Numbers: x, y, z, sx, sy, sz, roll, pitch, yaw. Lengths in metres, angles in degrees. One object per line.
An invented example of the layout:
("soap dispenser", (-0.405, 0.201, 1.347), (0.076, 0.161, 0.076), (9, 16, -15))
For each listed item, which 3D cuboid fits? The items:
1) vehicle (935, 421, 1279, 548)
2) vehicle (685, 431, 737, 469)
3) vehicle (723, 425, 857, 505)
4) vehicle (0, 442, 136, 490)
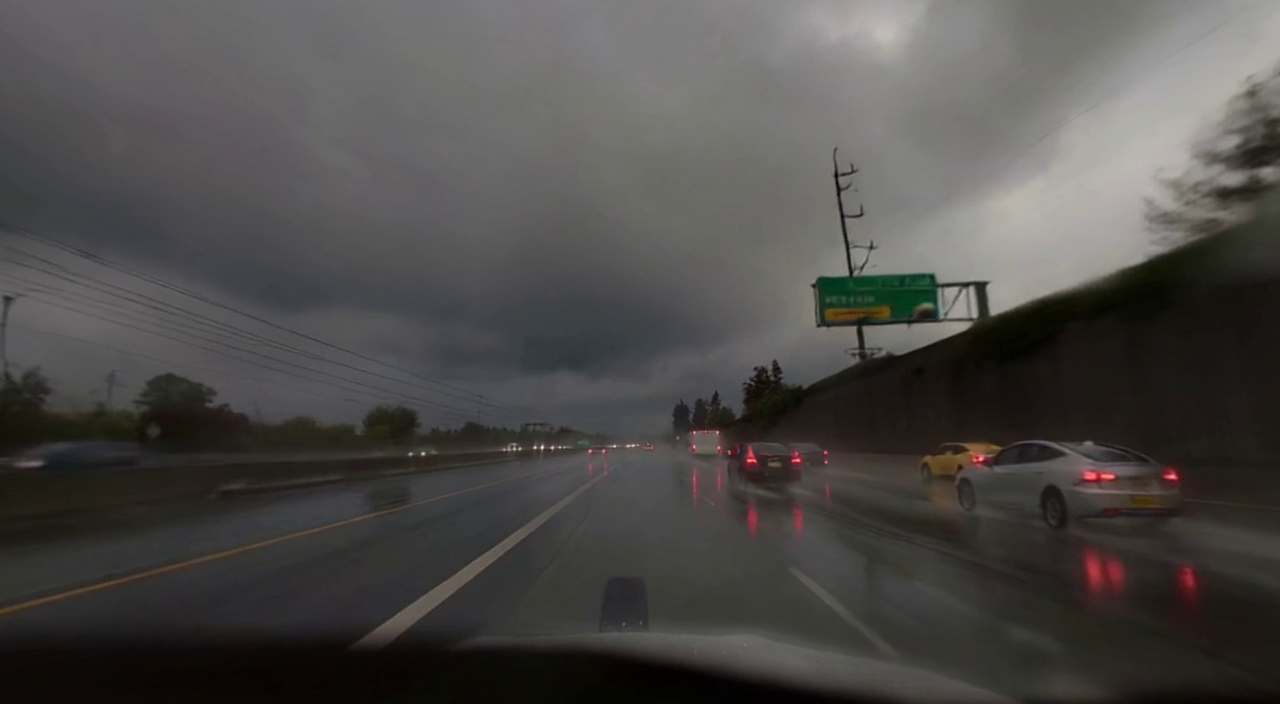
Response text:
("vehicle", (6.949, 1.972, 10.191), (1.988, 1.518, 4.856), (-1, -8, 0))
("vehicle", (4.040, 5.680, 36.833), (2.442, 2.022, 5.466), (-1, -8, 0))
("vehicle", (3.427, 2.693, 15.447), (2.146, 1.639, 4.475), (0, -8, -1))
("vehicle", (-22.299, 4.272, 24.086), (2.015, 1.591, 4.872), (-1, -8, 1))
